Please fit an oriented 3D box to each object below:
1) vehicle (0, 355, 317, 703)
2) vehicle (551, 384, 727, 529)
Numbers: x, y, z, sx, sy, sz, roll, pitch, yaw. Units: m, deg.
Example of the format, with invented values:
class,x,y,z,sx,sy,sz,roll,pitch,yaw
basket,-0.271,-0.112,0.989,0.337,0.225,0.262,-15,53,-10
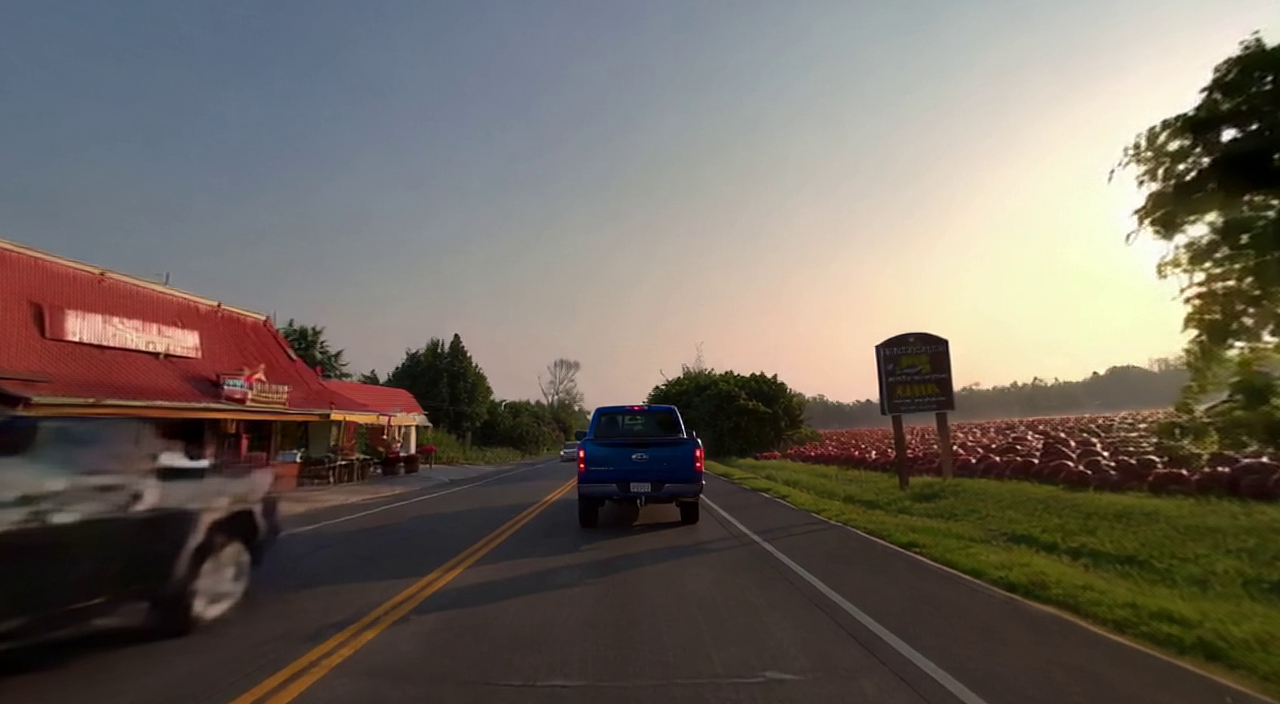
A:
class,x,y,z,sx,sy,sz,roll,pitch,yaw
vehicle,-3.946,0.960,3.212,2.190,1.746,4.616,0,-8,-1
vehicle,-0.098,2.047,12.762,2.693,2.223,5.885,0,-8,-2
